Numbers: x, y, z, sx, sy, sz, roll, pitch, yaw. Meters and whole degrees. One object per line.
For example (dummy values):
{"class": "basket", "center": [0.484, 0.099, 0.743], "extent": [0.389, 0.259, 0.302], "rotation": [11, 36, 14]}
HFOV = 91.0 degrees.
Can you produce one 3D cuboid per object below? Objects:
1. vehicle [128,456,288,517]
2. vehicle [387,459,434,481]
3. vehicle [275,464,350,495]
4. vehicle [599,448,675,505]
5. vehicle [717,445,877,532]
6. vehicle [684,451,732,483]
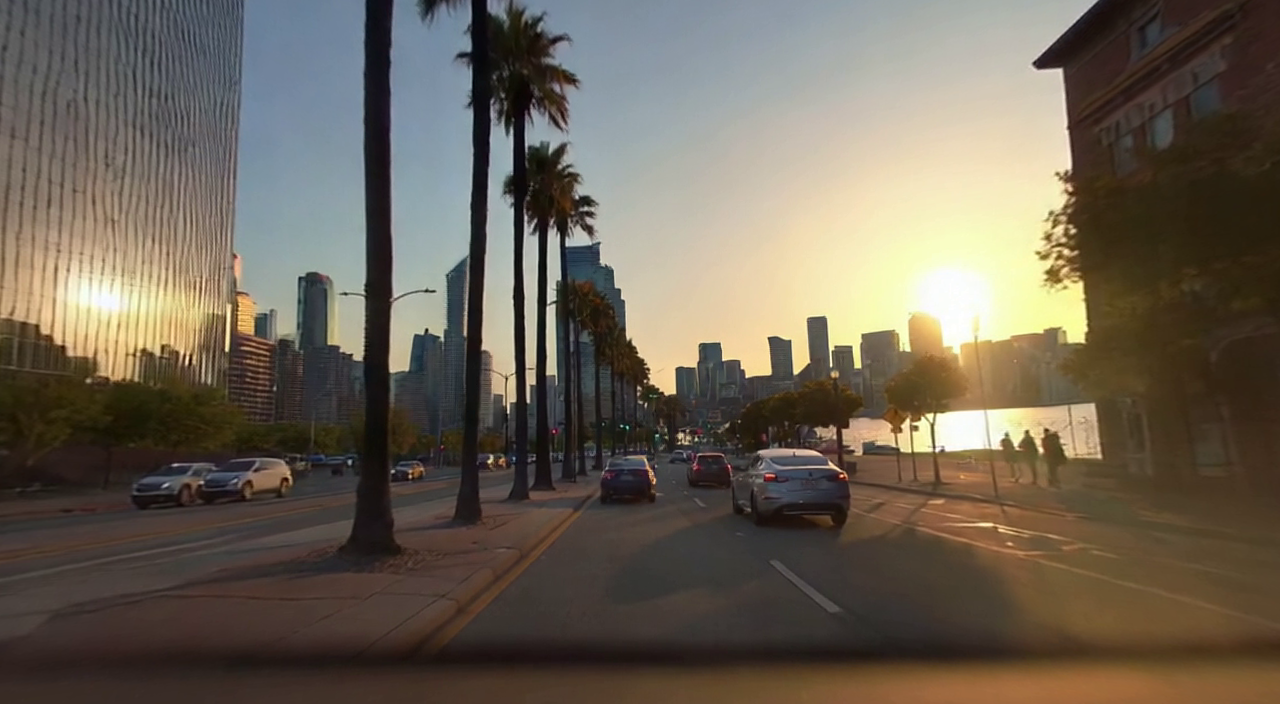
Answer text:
{"class": "vehicle", "center": [-14.665, 4.543, 21.816], "extent": [2.104, 1.802, 4.852], "rotation": [0, -9, -1]}
{"class": "vehicle", "center": [-17.631, 9.068, 48.474], "extent": [1.887, 1.569, 4.014], "rotation": [-1, -9, 3]}
{"class": "vehicle", "center": [-18.446, 7.176, 35.693], "extent": [1.873, 1.468, 4.485], "rotation": [0, -9, 0]}
{"class": "vehicle", "center": [-0.033, 3.684, 19.093], "extent": [2.077, 1.518, 3.760], "rotation": [0, -9, 1]}
{"class": "vehicle", "center": [3.082, 2.800, 13.651], "extent": [2.051, 1.509, 4.933], "rotation": [0, -9, -2]}
{"class": "vehicle", "center": [3.379, 5.783, 31.910], "extent": [2.115, 1.500, 3.524], "rotation": [0, -9, 1]}
